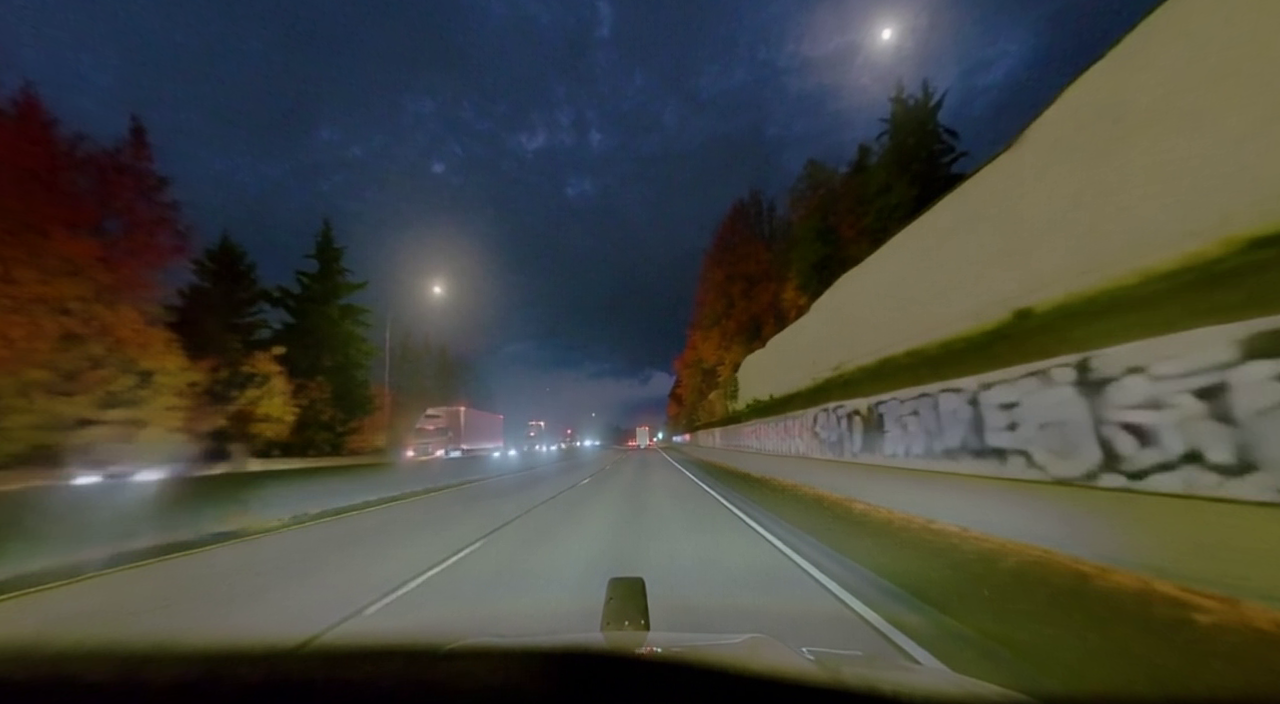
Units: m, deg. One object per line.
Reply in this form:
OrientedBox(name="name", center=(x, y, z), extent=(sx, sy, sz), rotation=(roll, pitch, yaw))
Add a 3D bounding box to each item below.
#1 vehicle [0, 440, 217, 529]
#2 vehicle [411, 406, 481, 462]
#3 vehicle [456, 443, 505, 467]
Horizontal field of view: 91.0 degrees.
OrientedBox(name="vehicle", center=(-10.834, 2.530, 12.689), extent=(1.816, 1.494, 3.931), rotation=(0, -8, 0))
OrientedBox(name="vehicle", center=(-14.986, 6.454, 49.290), extent=(3.079, 4.002, 7.219), rotation=(0, -8, 0))
OrientedBox(name="vehicle", center=(-10.400, 6.741, 41.364), extent=(1.897, 1.452, 4.508), rotation=(0, -8, 1))
